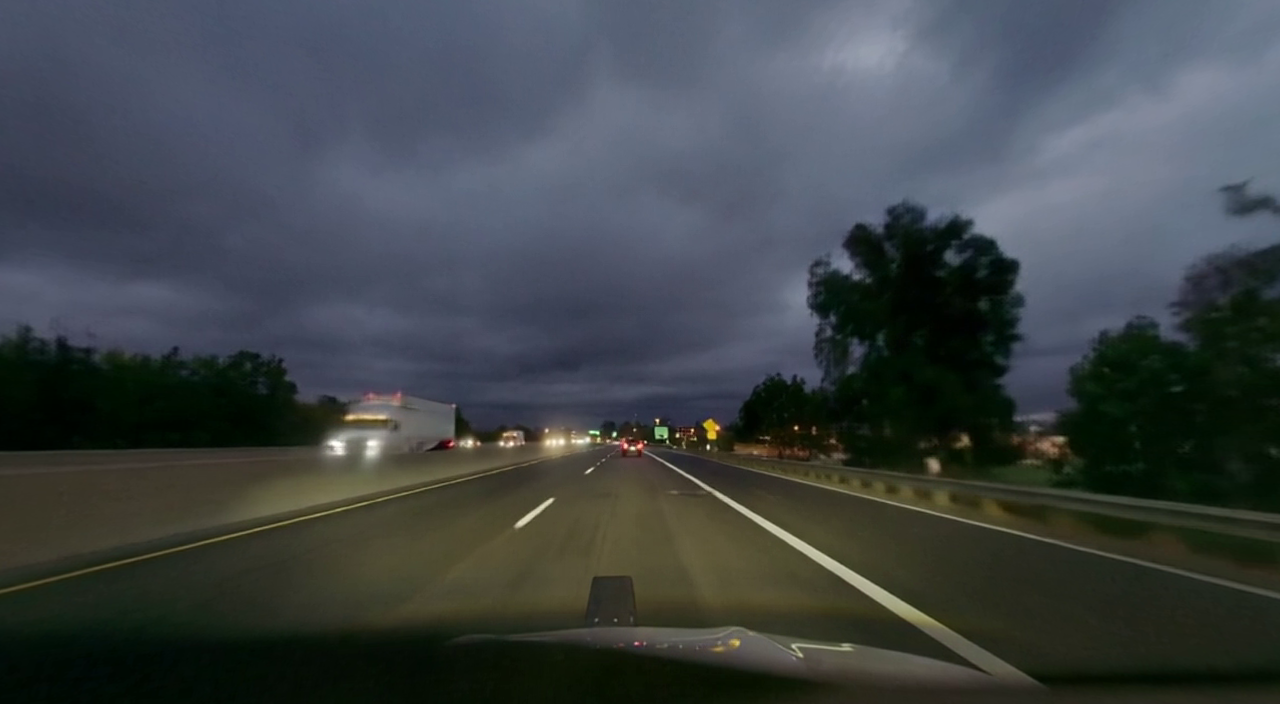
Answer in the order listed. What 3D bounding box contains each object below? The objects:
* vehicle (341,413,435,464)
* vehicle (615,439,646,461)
[{"bbox_3d":[-12.439,4.360,31.656,2.371,2.306,5.978,0,-8,-1],"label":"vehicle"},{"bbox_3d":[-0.737,7.065,45.593,2.099,1.504,3.843,0,-8,-2],"label":"vehicle"}]
